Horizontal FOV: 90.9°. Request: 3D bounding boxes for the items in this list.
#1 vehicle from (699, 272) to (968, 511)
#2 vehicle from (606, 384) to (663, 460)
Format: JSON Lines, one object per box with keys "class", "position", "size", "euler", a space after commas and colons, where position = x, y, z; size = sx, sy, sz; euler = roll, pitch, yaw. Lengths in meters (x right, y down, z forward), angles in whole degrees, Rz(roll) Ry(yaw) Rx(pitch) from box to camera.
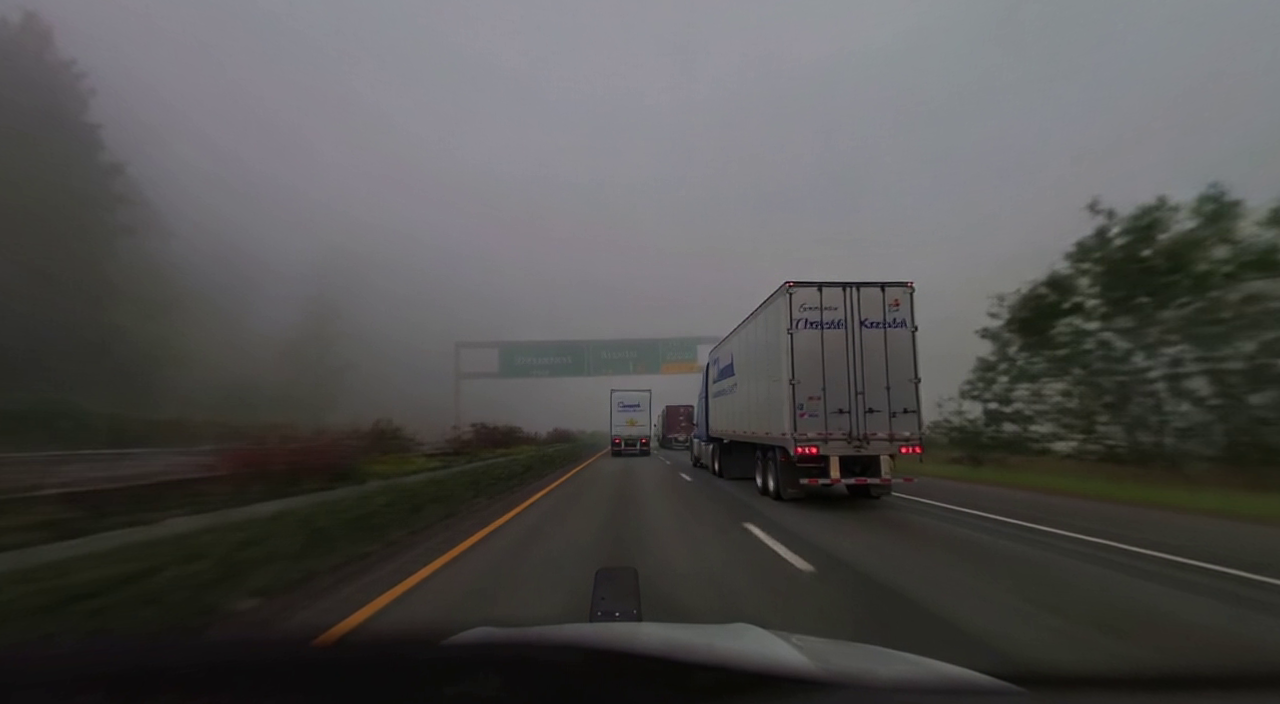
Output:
{"class": "vehicle", "position": [3.988, 1.613, 18.125], "size": [2.856, 4.145, 14.500], "euler": [0, -8, -1]}
{"class": "vehicle", "position": [-0.347, 4.322, 37.728], "size": [2.958, 3.917, 10.196], "euler": [0, -8, -1]}
